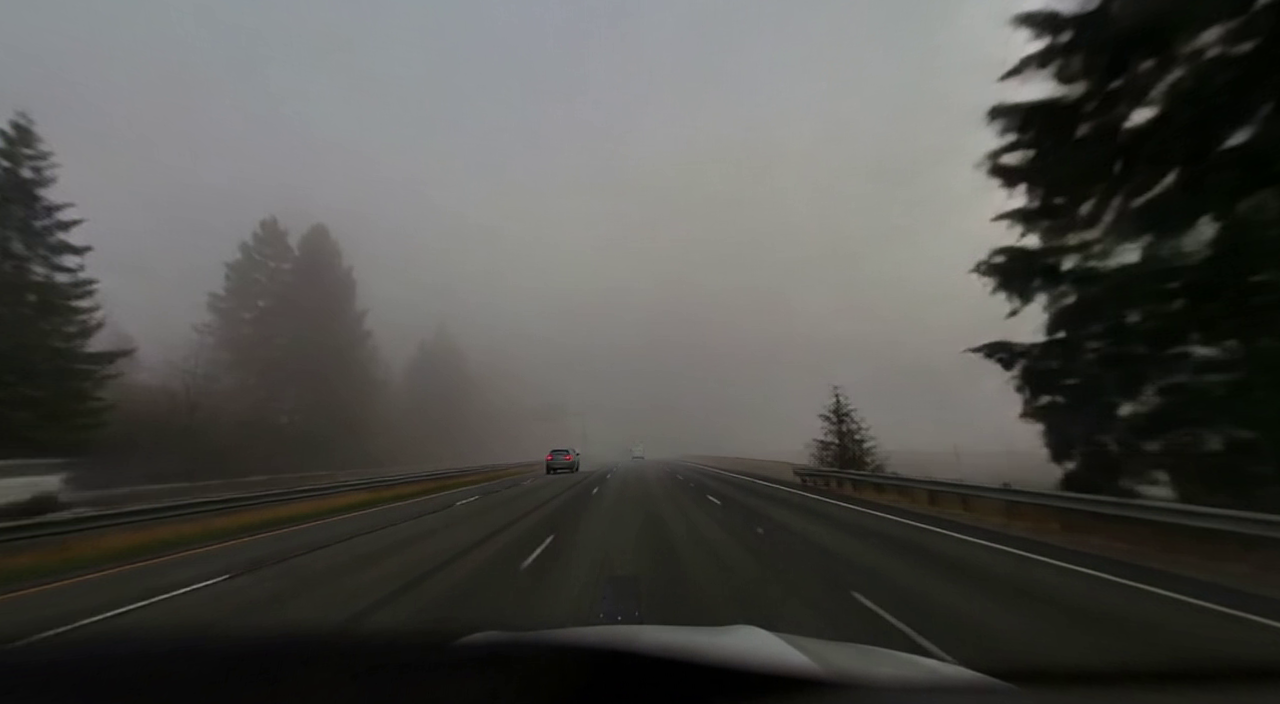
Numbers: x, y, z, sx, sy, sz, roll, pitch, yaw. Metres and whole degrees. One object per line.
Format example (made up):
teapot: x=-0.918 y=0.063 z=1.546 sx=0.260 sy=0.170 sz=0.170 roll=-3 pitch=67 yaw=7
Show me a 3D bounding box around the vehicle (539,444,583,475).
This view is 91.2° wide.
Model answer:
vehicle: x=-4.350 y=5.969 z=35.146 sx=1.958 sy=1.587 sz=4.801 roll=0 pitch=-9 yaw=-1
